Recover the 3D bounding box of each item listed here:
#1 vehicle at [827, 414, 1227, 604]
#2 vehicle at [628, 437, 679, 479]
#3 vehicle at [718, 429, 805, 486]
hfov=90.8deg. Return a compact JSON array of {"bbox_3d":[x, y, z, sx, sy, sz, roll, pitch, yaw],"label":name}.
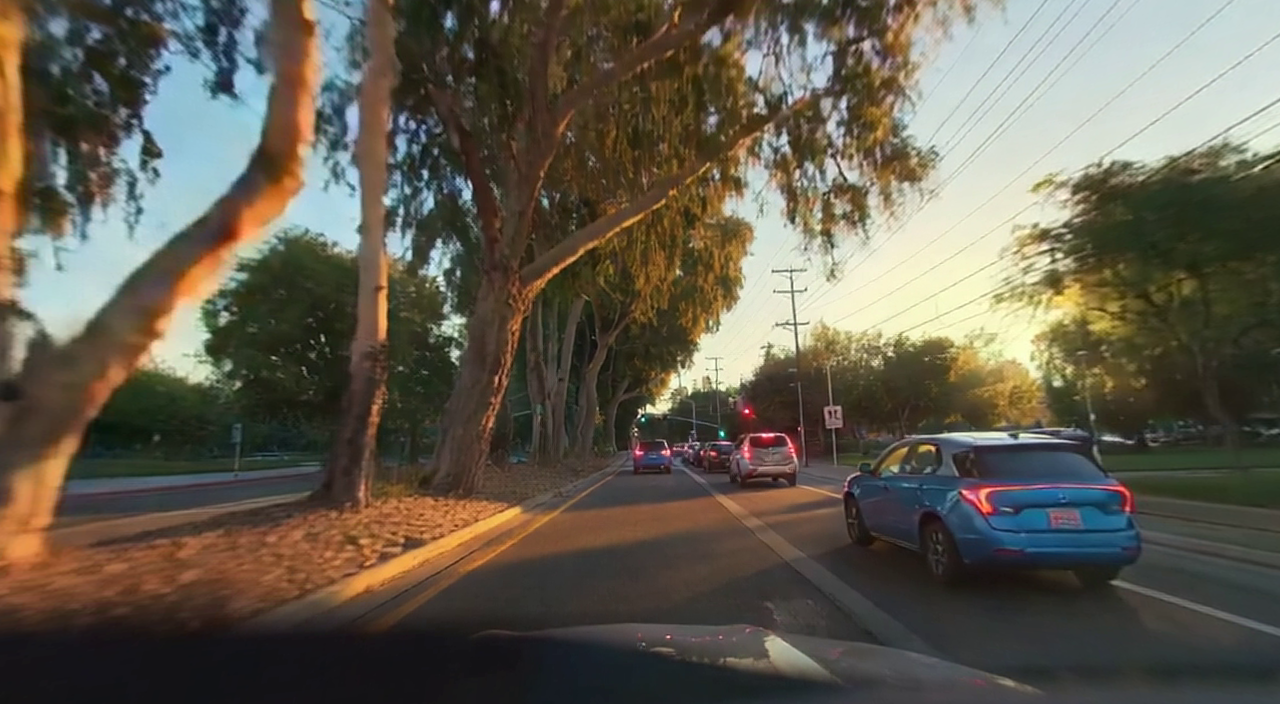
[{"bbox_3d":[3.805,1.622,7.367,1.881,1.512,4.294,-1,-9,-1],"label":"vehicle"},{"bbox_3d":[0.607,4.854,28.985,2.163,1.746,4.073,-1,-9,1],"label":"vehicle"},{"bbox_3d":[4.340,3.915,23.500,2.254,1.840,4.918,-1,-9,0],"label":"vehicle"}]
